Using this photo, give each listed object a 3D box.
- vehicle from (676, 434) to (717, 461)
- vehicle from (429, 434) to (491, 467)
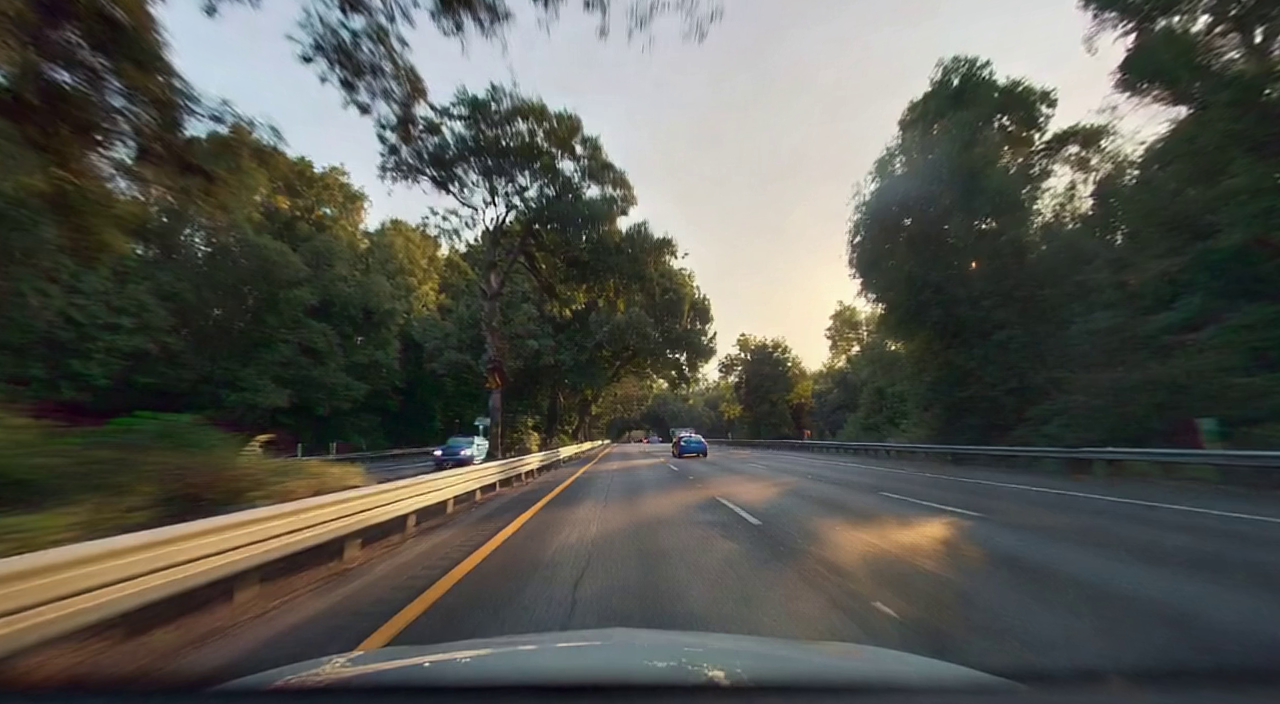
[{"bbox_3d":[3.336,5.710,37.934,2.017,1.502,4.369,0,-8,-1],"label":"vehicle"},{"bbox_3d":[-9.200,5.045,32.554,1.973,1.593,4.516,0,-8,-1],"label":"vehicle"}]
